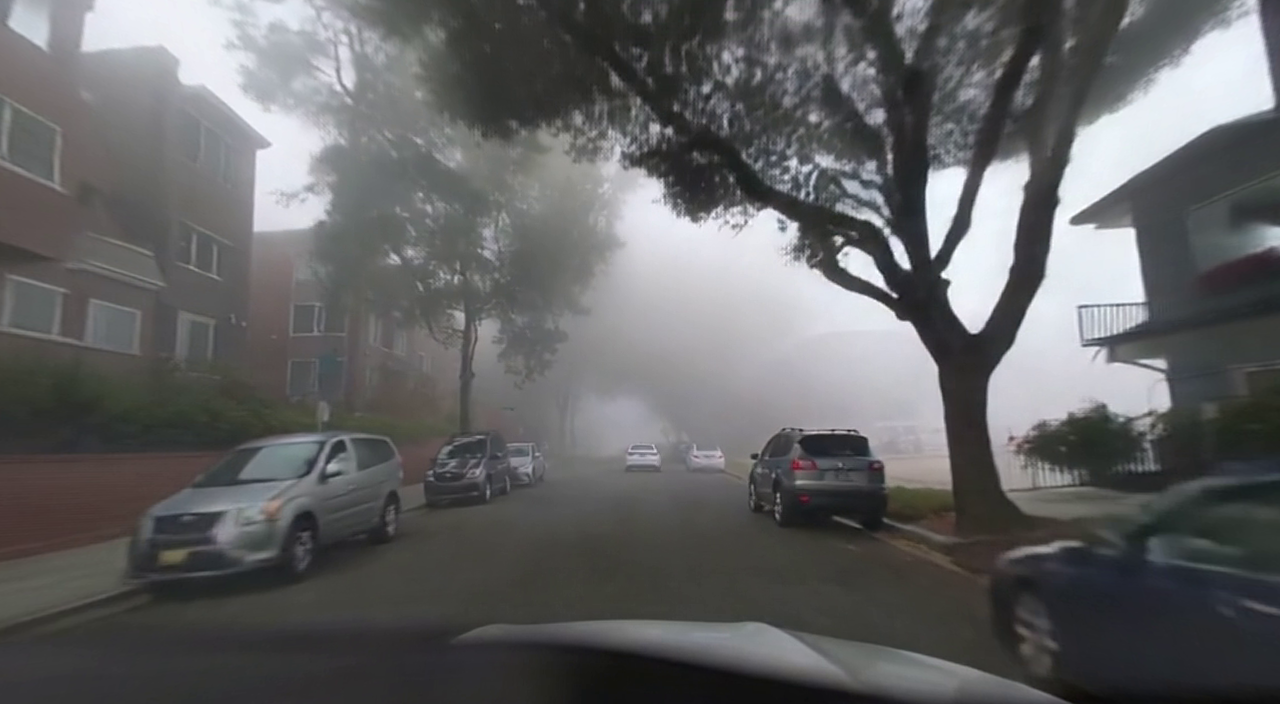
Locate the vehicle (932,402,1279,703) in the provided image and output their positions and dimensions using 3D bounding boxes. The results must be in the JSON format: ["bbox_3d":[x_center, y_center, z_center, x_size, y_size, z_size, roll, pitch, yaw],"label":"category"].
[{"bbox_3d":[3.007,0.927,2.058,2.050,1.493,4.316,0,-8,0],"label":"vehicle"}]

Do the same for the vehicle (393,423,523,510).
[{"bbox_3d":[-4.616,2.895,16.758,2.022,1.721,4.355,1,-3,2],"label":"vehicle"}]

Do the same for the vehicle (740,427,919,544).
[{"bbox_3d":[3.037,2.204,11.110,1.901,1.649,4.118,0,-8,0],"label":"vehicle"}]

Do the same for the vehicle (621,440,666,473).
[{"bbox_3d":[0.210,5.056,30.723,2.095,1.510,3.605,0,-8,2],"label":"vehicle"}]

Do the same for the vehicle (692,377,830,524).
[{"bbox_3d":[2.868,2.341,16.784,2.489,3.082,6.627,1,-4,1],"label":"vehicle"}]

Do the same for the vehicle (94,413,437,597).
[{"bbox_3d":[-4.297,1.684,8.172,1.951,1.662,4.046,1,-4,0],"label":"vehicle"}]
